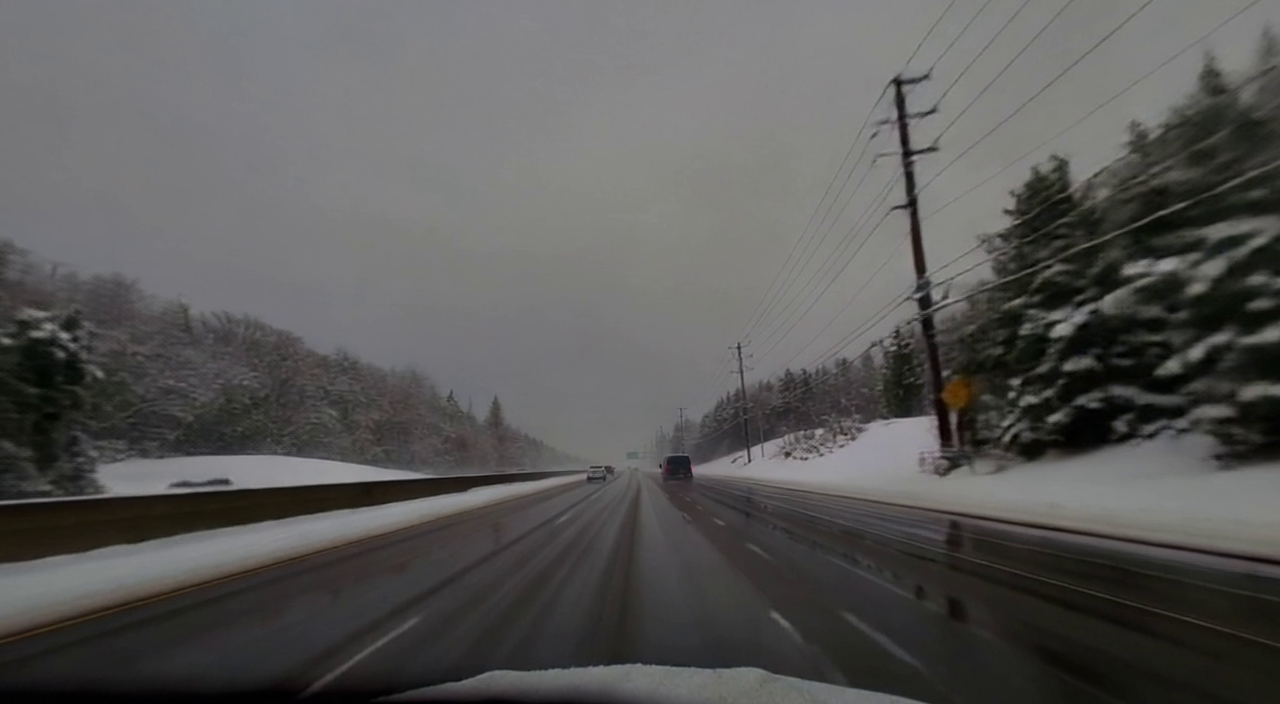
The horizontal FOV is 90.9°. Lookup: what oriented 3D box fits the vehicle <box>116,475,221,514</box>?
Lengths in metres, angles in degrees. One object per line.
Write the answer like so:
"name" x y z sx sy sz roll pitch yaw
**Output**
"vehicle" -21.296 6.434 28.643 1.802 1.569 3.731 1 -11 0
